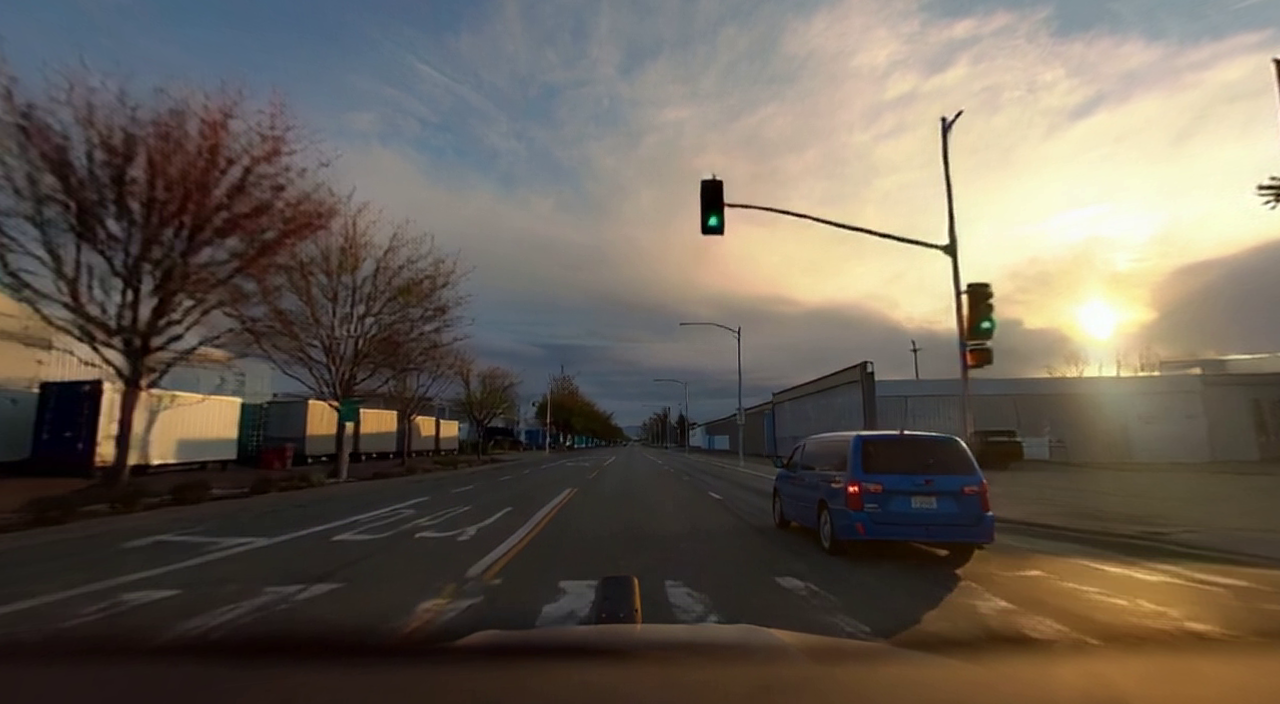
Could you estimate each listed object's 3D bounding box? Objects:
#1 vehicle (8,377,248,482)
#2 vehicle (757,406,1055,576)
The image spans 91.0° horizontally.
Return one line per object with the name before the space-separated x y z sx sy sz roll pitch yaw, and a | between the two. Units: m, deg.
vehicle | -20.419 3.185 26.075 3.337 3.644 7.945 0 -7 -2
vehicle | 3.353 1.877 9.332 2.202 1.822 4.826 1 -9 -1
